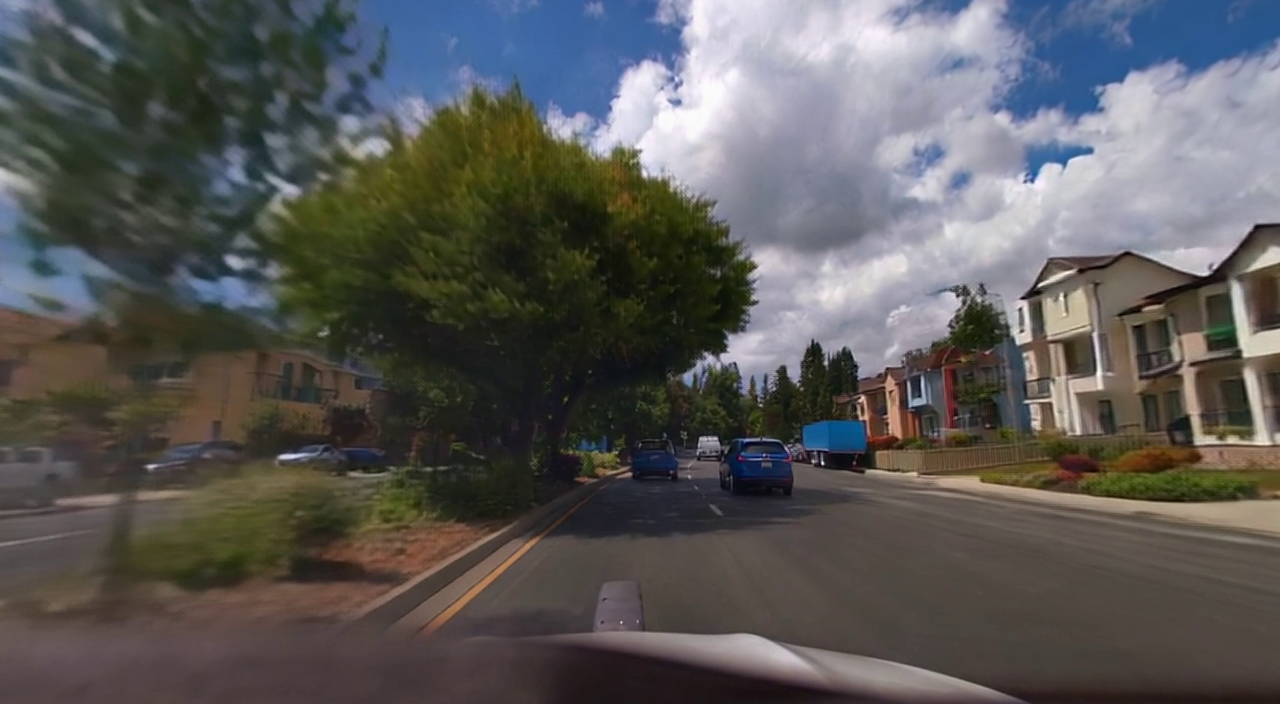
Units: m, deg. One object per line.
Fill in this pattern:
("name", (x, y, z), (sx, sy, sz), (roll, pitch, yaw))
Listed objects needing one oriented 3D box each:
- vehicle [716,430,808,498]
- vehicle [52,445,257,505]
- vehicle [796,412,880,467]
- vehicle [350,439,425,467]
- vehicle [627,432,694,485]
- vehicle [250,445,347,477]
("vehicle", (3.591, 3.388, 19.484), (2.033, 1.823, 4.409), (0, -9, 1))
("vehicle", (-13.550, 3.424, 18.141), (1.884, 1.454, 4.858), (0, -9, 2))
("vehicle", (12.622, 5.742, 41.009), (3.705, 3.221, 6.779), (-2, -9, 5))
("vehicle", (-17.098, 6.969, 43.125), (2.272, 1.746, 5.914), (-1, -11, 5))
("vehicle", (0.834, 4.114, 24.748), (2.345, 1.841, 5.032), (0, -9, 2))
("vehicle", (-17.677, 5.698, 33.035), (2.008, 1.487, 5.078), (-2, -10, 3))
